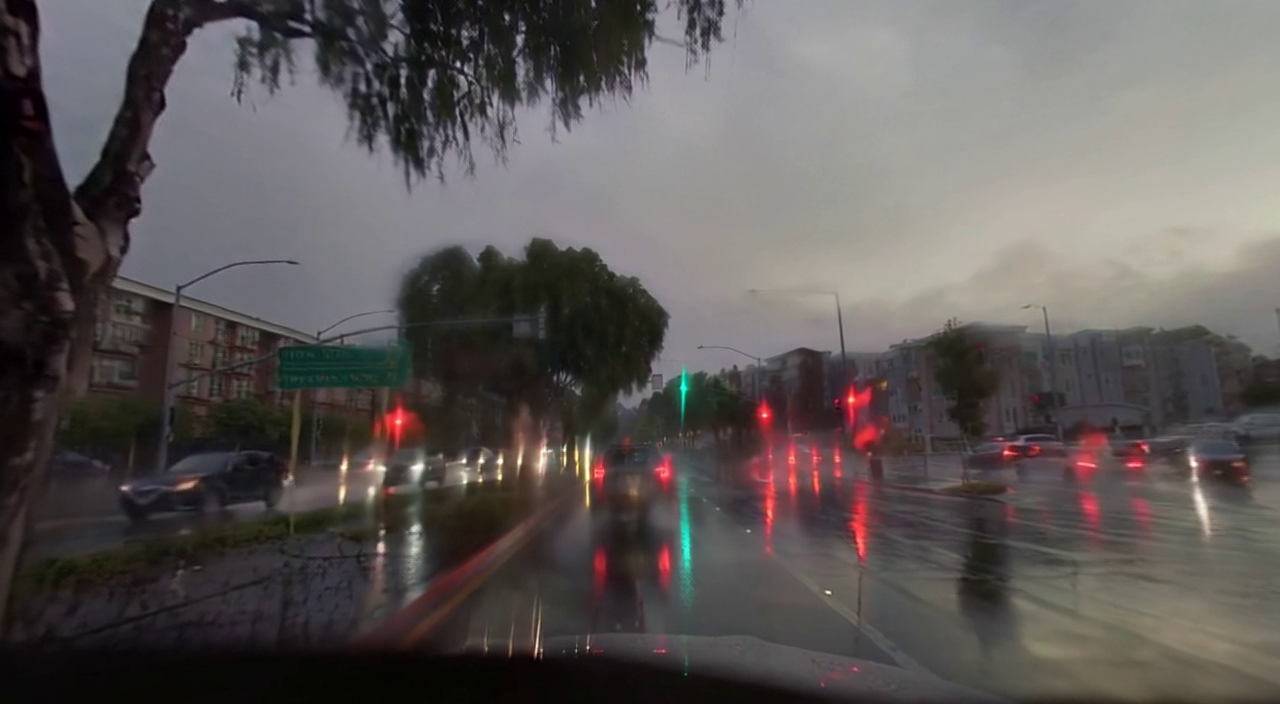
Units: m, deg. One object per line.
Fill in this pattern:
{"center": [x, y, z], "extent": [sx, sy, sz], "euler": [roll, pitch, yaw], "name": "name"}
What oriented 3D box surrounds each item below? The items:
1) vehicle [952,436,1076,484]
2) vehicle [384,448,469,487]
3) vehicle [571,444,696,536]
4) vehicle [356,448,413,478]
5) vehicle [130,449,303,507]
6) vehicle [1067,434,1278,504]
{"center": [13.072, 3.797, 22.310], "extent": [1.887, 1.504, 3.898], "euler": [0, -9, -2], "name": "vehicle"}
{"center": [-8.740, 4.740, 26.233], "extent": [1.994, 1.474, 4.411], "euler": [0, -9, 0], "name": "vehicle"}
{"center": [-0.188, 2.541, 12.221], "extent": [2.010, 1.447, 4.121], "euler": [0, -9, -3], "name": "vehicle"}
{"center": [-16.101, 7.022, 39.936], "extent": [1.936, 1.733, 4.087], "euler": [-1, -10, -1], "name": "vehicle"}
{"center": [-12.292, 3.648, 18.718], "extent": [2.125, 1.495, 4.308], "euler": [0, -9, 0], "name": "vehicle"}
{"center": [13.082, 2.884, 15.859], "extent": [1.859, 1.525, 3.948], "euler": [0, -9, 1], "name": "vehicle"}
